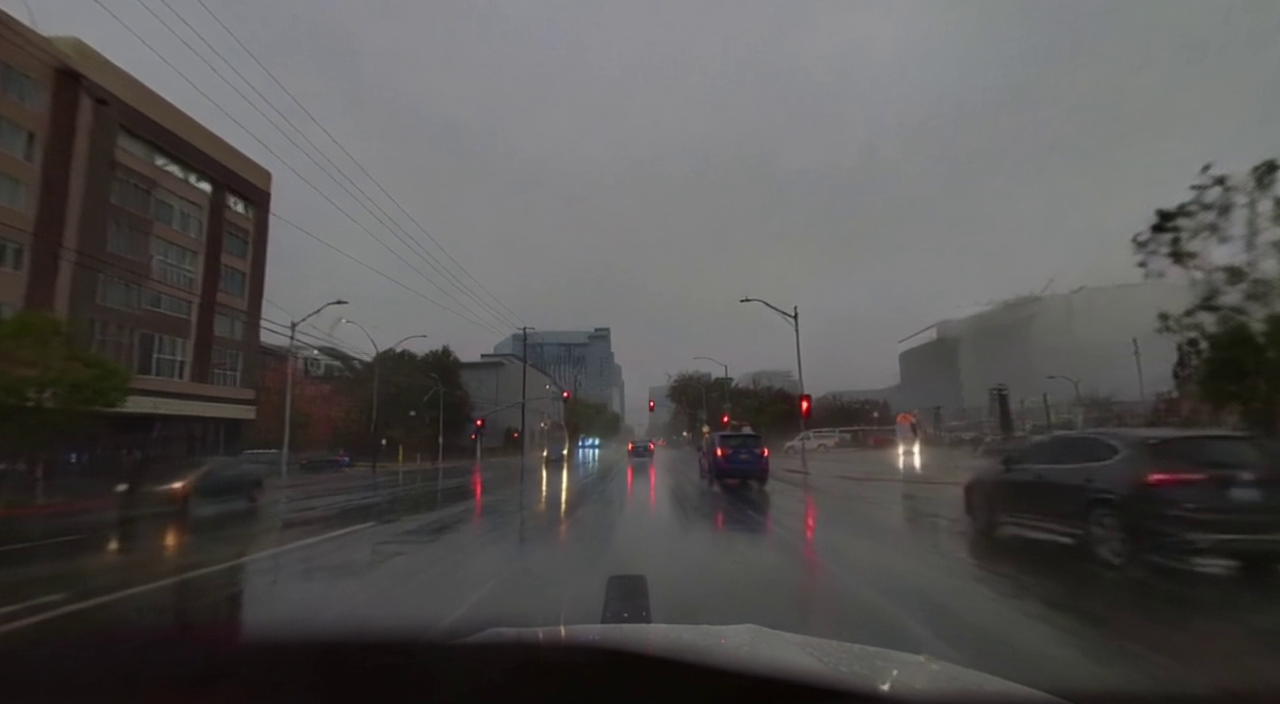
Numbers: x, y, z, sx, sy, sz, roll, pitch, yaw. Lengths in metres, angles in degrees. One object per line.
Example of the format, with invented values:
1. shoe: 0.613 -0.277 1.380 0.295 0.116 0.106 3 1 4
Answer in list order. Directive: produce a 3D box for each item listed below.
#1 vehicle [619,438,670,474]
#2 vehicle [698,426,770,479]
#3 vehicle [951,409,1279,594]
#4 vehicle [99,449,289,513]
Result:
1. vehicle: 0.234 4.883 29.817 2.245 1.587 4.094 0 -9 1
2. vehicle: 3.724 4.117 25.921 2.159 1.938 4.836 0 -9 0
3. vehicle: 6.671 1.943 9.052 2.056 1.877 4.597 -3 -9 2
4. vehicle: -12.072 3.471 17.555 2.023 1.496 4.529 0 -9 -1
